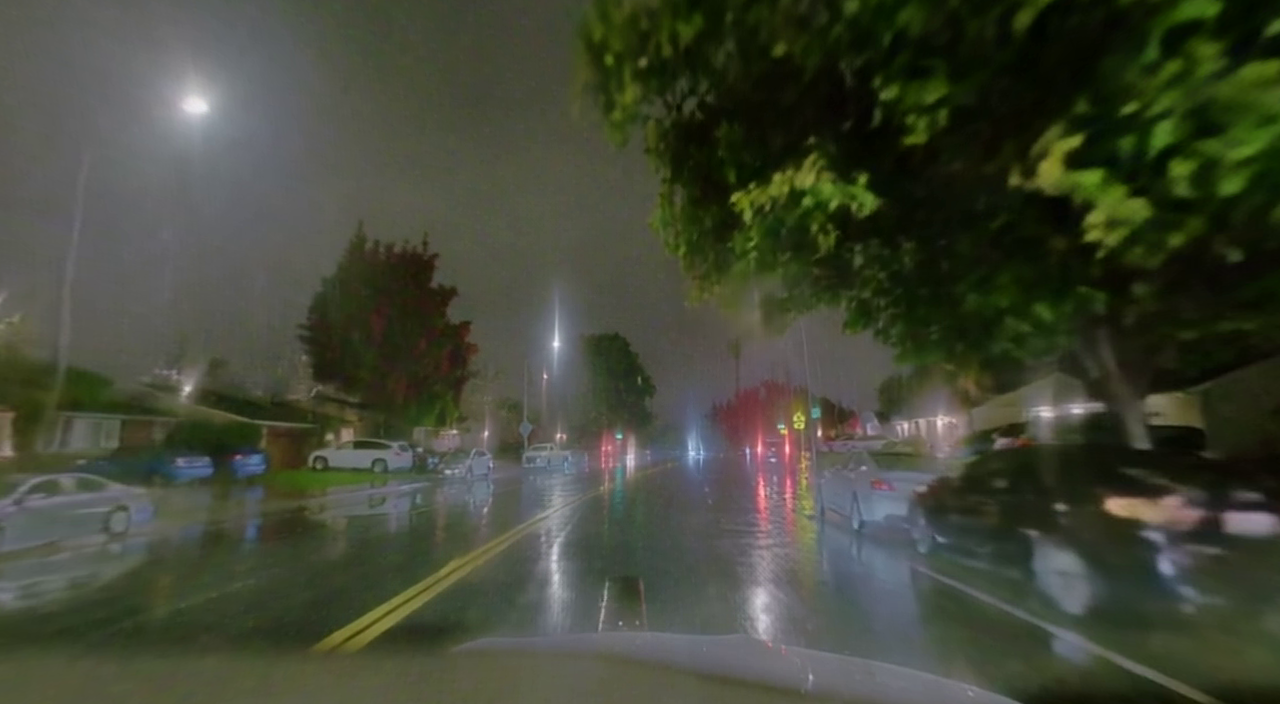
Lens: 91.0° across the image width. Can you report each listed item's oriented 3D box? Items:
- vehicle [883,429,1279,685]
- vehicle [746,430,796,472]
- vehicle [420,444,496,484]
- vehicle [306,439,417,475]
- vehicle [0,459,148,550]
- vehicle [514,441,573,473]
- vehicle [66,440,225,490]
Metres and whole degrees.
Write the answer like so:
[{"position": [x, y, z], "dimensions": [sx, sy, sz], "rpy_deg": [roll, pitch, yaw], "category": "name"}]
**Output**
[{"position": [4.226, 1.586, 6.023], "dimensions": [1.996, 1.466, 4.458], "rpy_deg": [3, -8, -1], "category": "vehicle"}, {"position": [7.732, 5.852, 37.390], "dimensions": [2.574, 2.156, 6.672], "rpy_deg": [-3, -9, 11], "category": "vehicle"}, {"position": [-9.270, 5.733, 32.489], "dimensions": [2.105, 1.776, 4.657], "rpy_deg": [-4, -9, 7], "category": "vehicle"}, {"position": [-15.462, 5.808, 35.112], "dimensions": [5.192, 1.915, 2.200], "rpy_deg": [-1, -8, 9], "category": "vehicle"}, {"position": [-11.670, 2.838, 11.444], "dimensions": [2.091, 1.461, 4.058], "rpy_deg": [-5, -13, 1], "category": "vehicle"}, {"position": [-6.837, 7.516, 45.276], "dimensions": [2.450, 1.998, 5.367], "rpy_deg": [-5, -9, 10], "category": "vehicle"}, {"position": [-19.025, 4.305, 24.329], "dimensions": [4.610, 1.714, 2.160], "rpy_deg": [0, -9, 10], "category": "vehicle"}]
